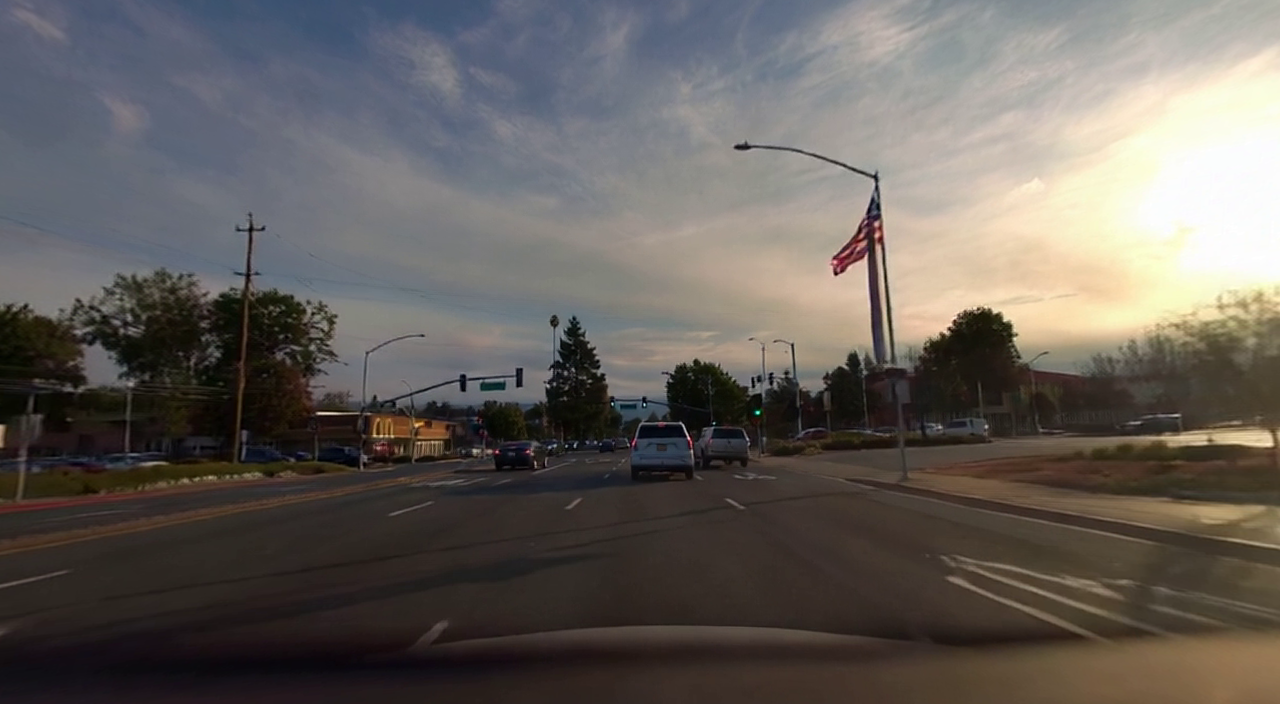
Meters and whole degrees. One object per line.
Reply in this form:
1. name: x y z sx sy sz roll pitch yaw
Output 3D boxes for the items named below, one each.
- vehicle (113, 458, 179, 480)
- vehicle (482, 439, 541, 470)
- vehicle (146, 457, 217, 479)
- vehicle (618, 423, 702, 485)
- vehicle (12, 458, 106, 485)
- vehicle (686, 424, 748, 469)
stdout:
1. vehicle: -36.702 8.702 46.955 1.785 1.415 3.853 0 -8 0
2. vehicle: -6.444 5.167 32.140 1.966 1.461 4.422 0 -8 1
3. vehicle: -34.033 8.594 46.976 1.819 1.433 4.403 0 -8 2
4. vehicle: 0.585 3.436 21.670 2.513 1.854 5.235 0 -8 0
5. vehicle: -35.493 7.268 38.527 4.542 1.475 1.903 -2 -8 13
6. vehicle: 3.925 4.954 33.381 2.452 2.148 5.877 0 -8 0
